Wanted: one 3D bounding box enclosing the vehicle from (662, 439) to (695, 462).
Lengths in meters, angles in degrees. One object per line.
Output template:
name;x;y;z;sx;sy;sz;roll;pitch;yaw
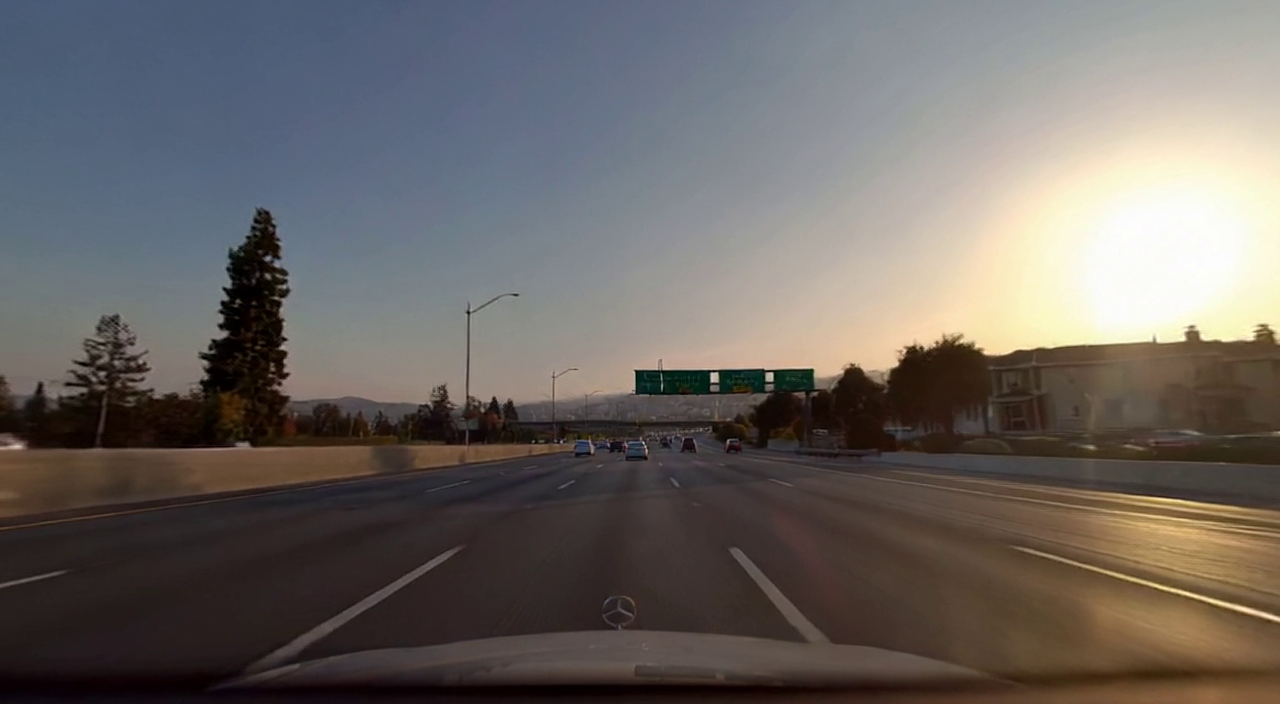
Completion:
vehicle;2.791;7.268;46.986;2.084;1.624;3.935;0;-8;-1

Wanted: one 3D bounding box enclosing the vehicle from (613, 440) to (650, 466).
vehicle;-0.494;6.135;38.702;2.146;1.485;4.332;0;-8;0

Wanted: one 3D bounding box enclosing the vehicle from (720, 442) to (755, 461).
vehicle;7.542;7.740;49.413;2.009;1.419;3.970;0;-8;-1
